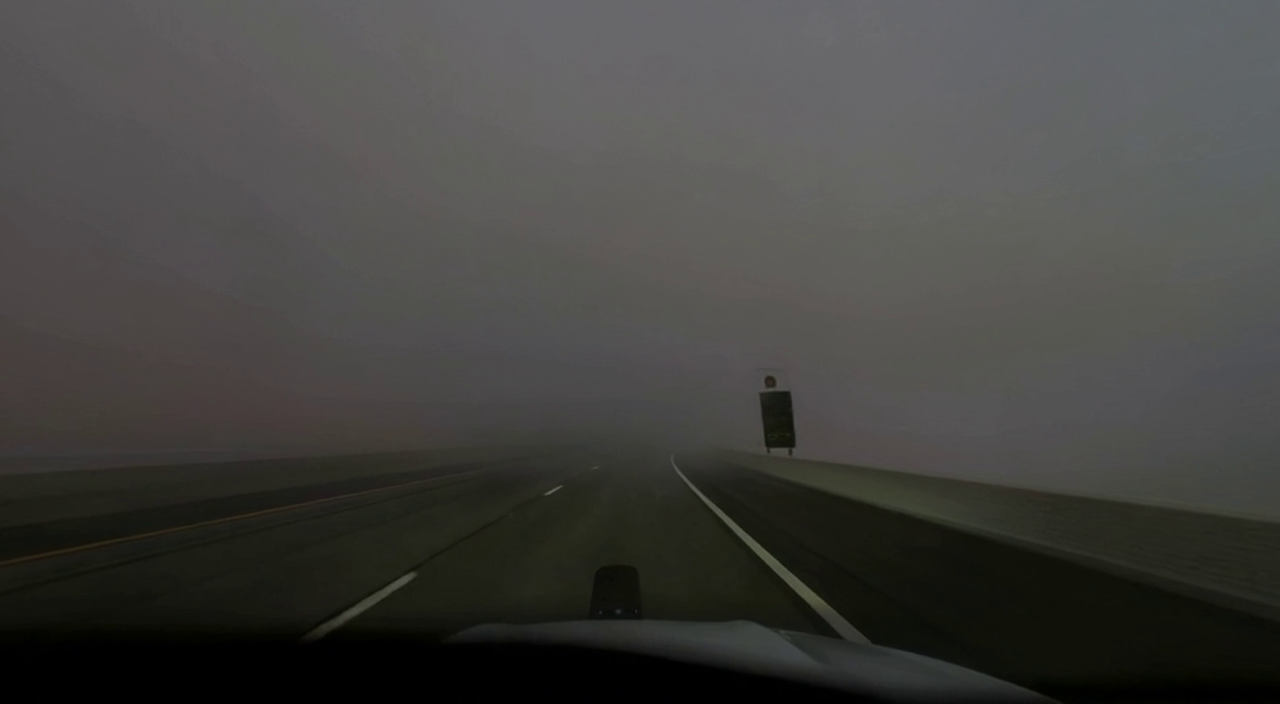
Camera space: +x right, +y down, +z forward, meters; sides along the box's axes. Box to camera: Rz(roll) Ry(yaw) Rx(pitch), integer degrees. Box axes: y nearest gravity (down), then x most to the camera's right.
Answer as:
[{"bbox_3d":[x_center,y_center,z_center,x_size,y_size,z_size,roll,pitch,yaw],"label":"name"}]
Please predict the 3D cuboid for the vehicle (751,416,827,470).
[{"bbox_3d":[5.960,3.720,25.748,1.914,2.013,4.041,0,-8,-3],"label":"vehicle"}]
